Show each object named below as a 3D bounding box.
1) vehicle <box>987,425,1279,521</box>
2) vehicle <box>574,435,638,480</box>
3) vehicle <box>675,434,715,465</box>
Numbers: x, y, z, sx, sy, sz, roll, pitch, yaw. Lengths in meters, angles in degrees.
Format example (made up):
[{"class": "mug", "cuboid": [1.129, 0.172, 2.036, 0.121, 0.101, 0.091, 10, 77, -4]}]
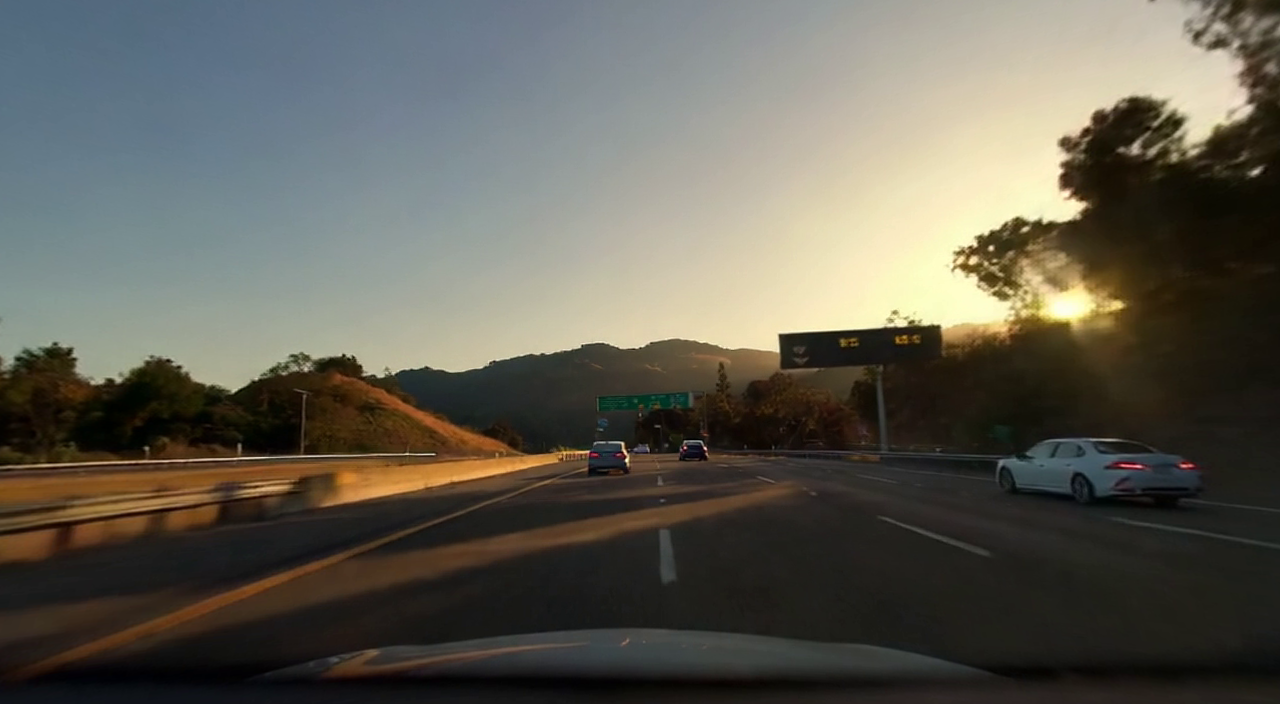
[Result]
[{"class": "vehicle", "cuboid": [9.226, 2.274, 12.452, 1.870, 1.493, 5.015, 0, -8, 1]}, {"class": "vehicle", "cuboid": [-1.185, 3.982, 23.976, 2.050, 1.546, 4.344, -1, -8, 2]}, {"class": "vehicle", "cuboid": [3.194, 5.807, 37.523, 2.063, 1.698, 4.355, 0, -8, 1]}]
